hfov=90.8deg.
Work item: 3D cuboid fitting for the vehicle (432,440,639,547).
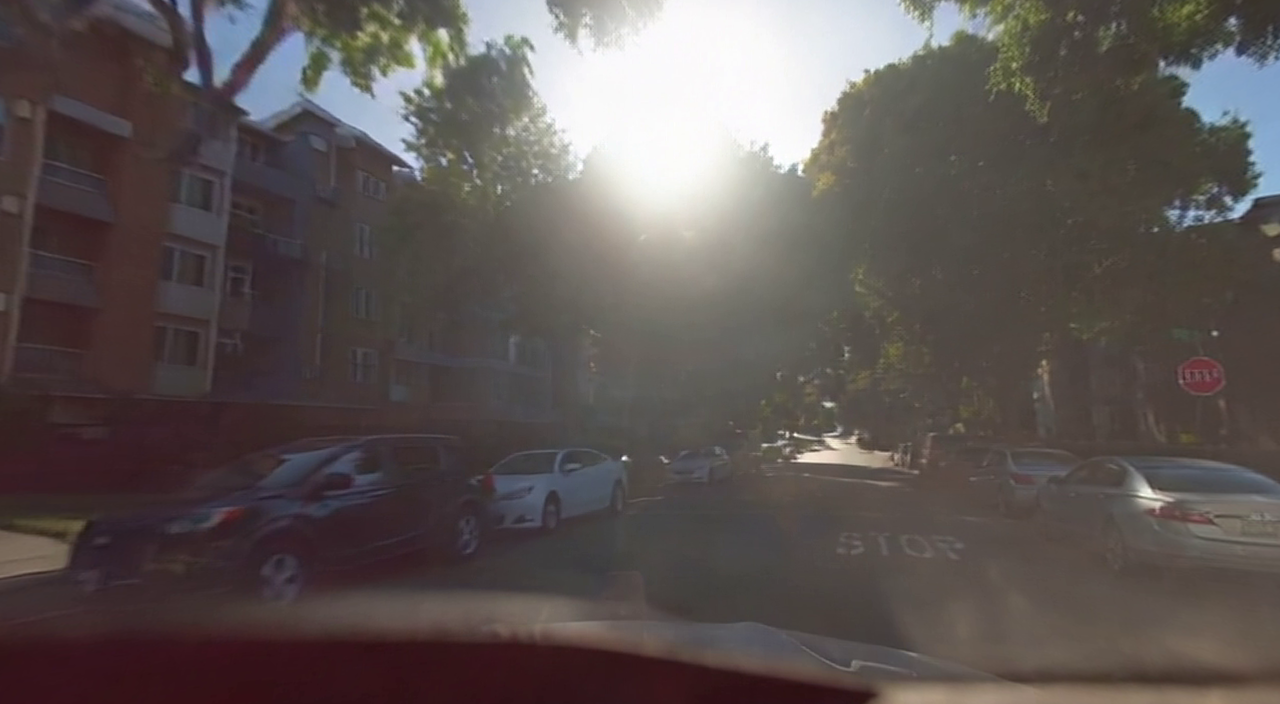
[{"bbox_3d":[-1.599,2.398,11.635,1.902,1.478,4.696,-3,-8,16],"label":"vehicle"}]

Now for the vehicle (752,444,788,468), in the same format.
[{"bbox_3d":[8.729,6.875,42.045,1.939,1.513,4.401,-2,-9,16],"label":"vehicle"}]

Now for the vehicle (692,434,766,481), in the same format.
[{"bbox_3d":[4.157,4.696,28.616,2.229,1.869,5.791,-4,-8,18],"label":"vehicle"}]

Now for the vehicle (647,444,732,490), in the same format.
[{"bbox_3d":[1.879,4.052,22.672,1.921,1.463,4.313,-3,-9,20],"label":"vehicle"}]

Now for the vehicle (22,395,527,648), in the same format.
[{"bbox_3d":[-3.199,1.535,6.917,1.946,1.744,4.584,-3,-9,17],"label":"vehicle"}]

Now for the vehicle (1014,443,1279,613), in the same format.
[{"bbox_3d":[6.277,1.829,7.551,2.084,1.441,4.402,-2,-9,17],"label":"vehicle"}]
